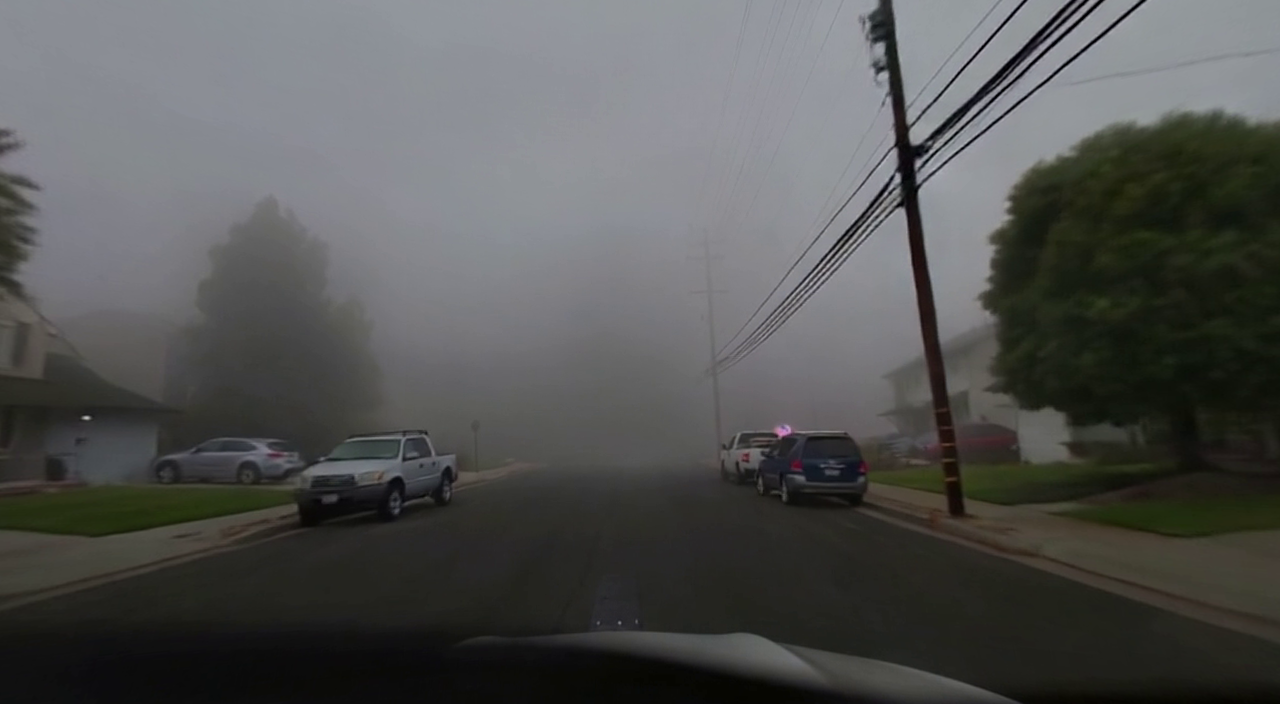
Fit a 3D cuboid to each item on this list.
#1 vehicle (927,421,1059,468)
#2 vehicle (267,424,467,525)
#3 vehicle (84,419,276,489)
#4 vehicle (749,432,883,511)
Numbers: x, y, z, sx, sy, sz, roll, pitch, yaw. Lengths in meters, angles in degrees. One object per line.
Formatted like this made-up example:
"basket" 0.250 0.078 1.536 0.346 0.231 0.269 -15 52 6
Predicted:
"vehicle" 15.370 4.050 27.633 4.514 1.921 2.038 -1 -8 2
"vehicle" -6.040 2.770 14.983 2.322 1.913 5.582 0 -8 -1
"vehicle" -18.027 4.018 25.009 5.548 2.609 2.235 1 -9 -8
"vehicle" 3.880 2.693 14.652 1.848 1.550 4.054 0 -8 -1
